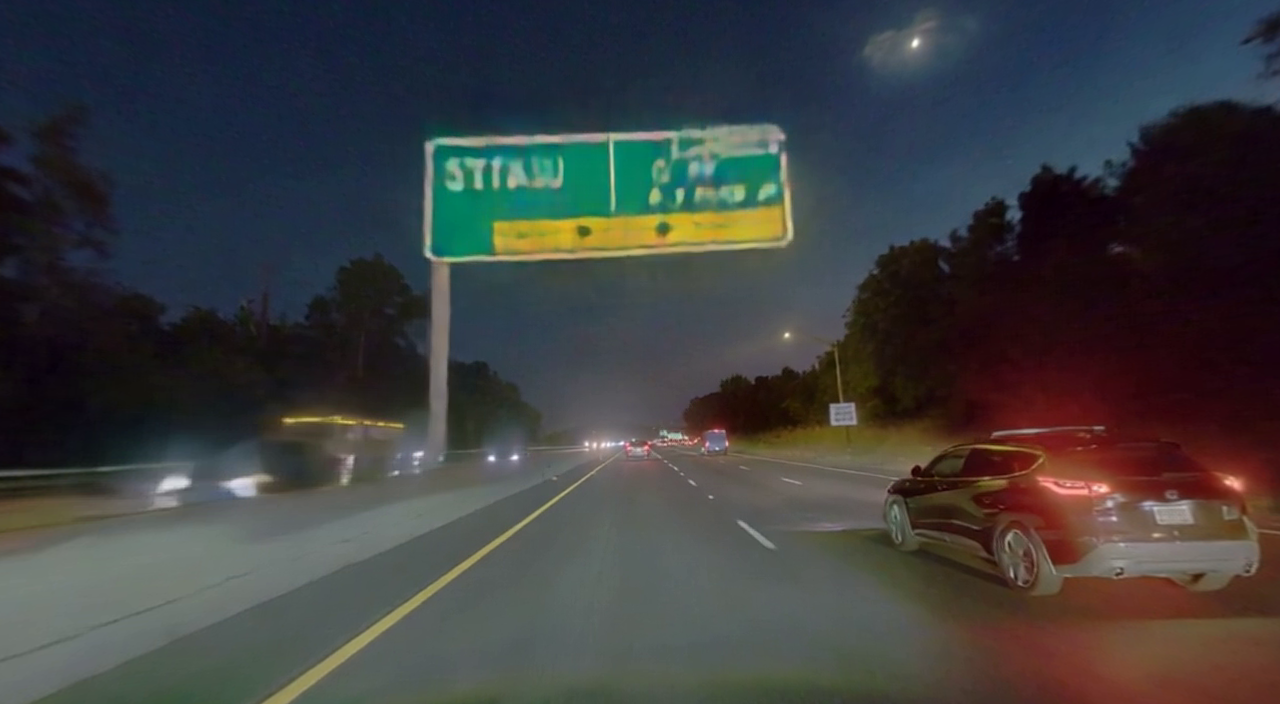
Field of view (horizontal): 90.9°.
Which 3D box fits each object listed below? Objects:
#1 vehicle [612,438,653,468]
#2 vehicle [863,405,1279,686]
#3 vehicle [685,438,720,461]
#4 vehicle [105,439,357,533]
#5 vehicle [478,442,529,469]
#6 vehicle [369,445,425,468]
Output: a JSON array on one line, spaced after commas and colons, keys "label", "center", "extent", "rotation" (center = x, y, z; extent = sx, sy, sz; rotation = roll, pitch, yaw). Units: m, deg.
[{"label": "vehicle", "center": [-0.411, 5.319, 33.455], "extent": [2.055, 1.466, 4.317], "rotation": [0, -8, -1]}, {"label": "vehicle", "center": [3.940, 1.364, 5.825], "extent": [1.961, 1.495, 4.743], "rotation": [0, -8, -1]}, {"label": "vehicle", "center": [4.340, 6.822, 44.464], "extent": [1.995, 1.556, 3.893], "rotation": [0, -8, -2]}, {"label": "vehicle", "center": [-7.763, 2.526, 12.700], "extent": [2.012, 1.521, 4.593], "rotation": [0, -8, 0]}, {"label": "vehicle", "center": [-7.877, 5.996, 36.825], "extent": [1.929, 1.456, 4.458], "rotation": [0, -8, 1]}, {"label": "vehicle", "center": [-15.666, 6.730, 40.815], "extent": [1.916, 1.340, 4.281], "rotation": [0, -8, 0]}]
